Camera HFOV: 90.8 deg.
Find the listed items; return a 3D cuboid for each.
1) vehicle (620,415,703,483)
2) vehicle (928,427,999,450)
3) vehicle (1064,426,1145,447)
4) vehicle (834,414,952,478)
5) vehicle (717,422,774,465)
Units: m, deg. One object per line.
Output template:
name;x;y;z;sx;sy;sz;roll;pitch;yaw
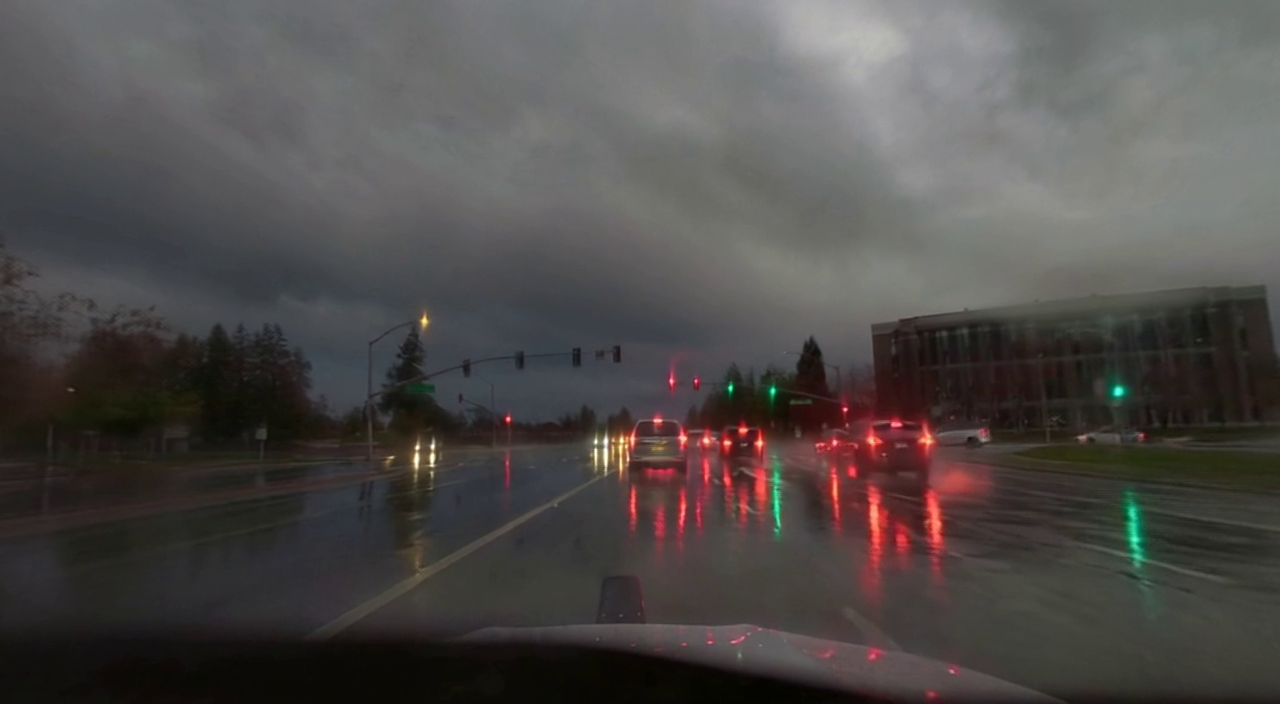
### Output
vehicle;0.677;2.904;18.943;2.211;1.795;4.179;-1;-9;3
vehicle;23.514;6.302;45.977;4.482;1.465;1.831;-3;-11;29
vehicle;34.479;6.297;47.071;4.596;1.468;1.785;-5;-10;31
vehicle;7.873;3.003;20.173;2.074;1.791;4.393;-1;-9;3
vehicle;4.698;4.199;28.800;2.188;1.774;4.646;-1;-9;5
